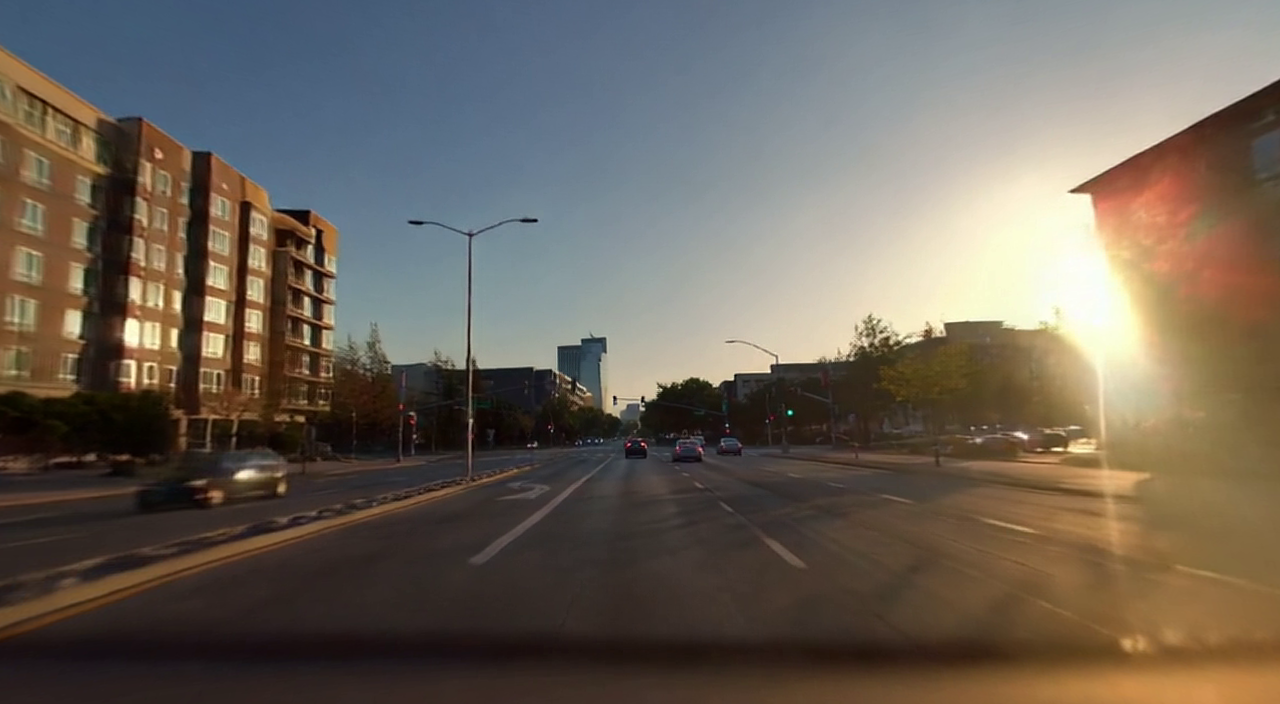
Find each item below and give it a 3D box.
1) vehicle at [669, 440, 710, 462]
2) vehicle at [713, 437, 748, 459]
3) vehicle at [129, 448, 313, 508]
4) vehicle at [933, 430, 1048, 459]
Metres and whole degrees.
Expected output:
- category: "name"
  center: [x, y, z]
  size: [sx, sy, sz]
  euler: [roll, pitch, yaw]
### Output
- category: "vehicle"
  center: [3.099, 6.302, 40.375]
  size: [2.080, 1.321, 4.382]
  euler: [0, -8, -2]
- category: "vehicle"
  center: [6.645, 7.114, 46.881]
  size: [1.861, 1.473, 4.393]
  euler: [0, -8, -1]
- category: "vehicle"
  center: [-11.973, 3.600, 18.563]
  size: [2.247, 1.475, 4.593]
  euler: [0, -8, 0]
- category: "vehicle"
  center: [23.607, 6.313, 42.738]
  size: [6.313, 1.772, 2.263]
  euler: [-9, -11, 43]
